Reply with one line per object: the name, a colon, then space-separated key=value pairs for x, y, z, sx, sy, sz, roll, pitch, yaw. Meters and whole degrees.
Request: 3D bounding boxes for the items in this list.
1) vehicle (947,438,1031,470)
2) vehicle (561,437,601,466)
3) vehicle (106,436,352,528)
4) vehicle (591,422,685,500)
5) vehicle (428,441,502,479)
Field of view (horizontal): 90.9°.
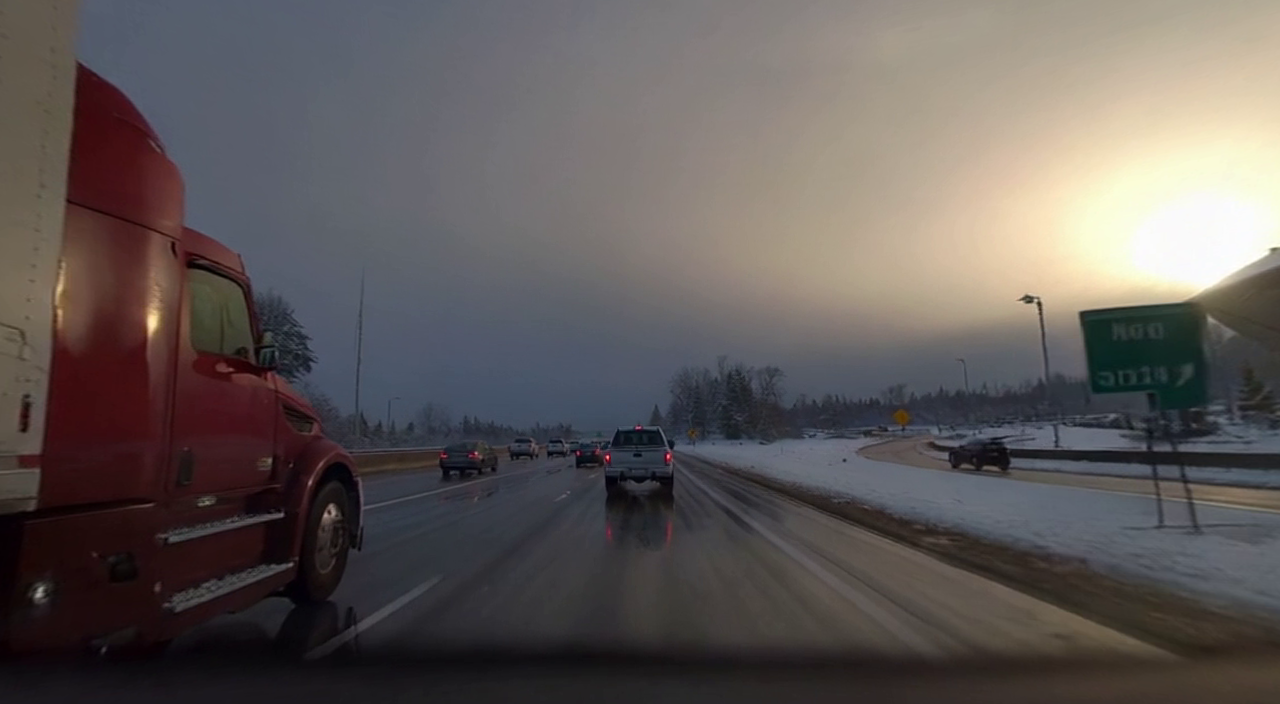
vehicle: x=17.382 y=5.130 z=31.739 sx=1.918 sy=1.472 sz=4.782 roll=-1 pitch=-9 yaw=6
vehicle: x=-3.524 y=6.000 z=38.189 sx=1.952 sy=1.649 sz=4.131 roll=0 pitch=-9 yaw=1
vehicle: x=-7.583 y=2.413 z=12.293 sx=1.864 sy=1.458 sz=4.295 roll=0 pitch=-9 yaw=1
vehicle: x=-0.054 y=2.815 z=16.527 sx=2.152 sy=1.779 sz=3.924 roll=0 pitch=-9 yaw=0
vehicle: x=-7.349 y=4.552 z=26.903 sx=1.869 sy=1.466 sz=4.217 roll=0 pitch=-9 yaw=1
